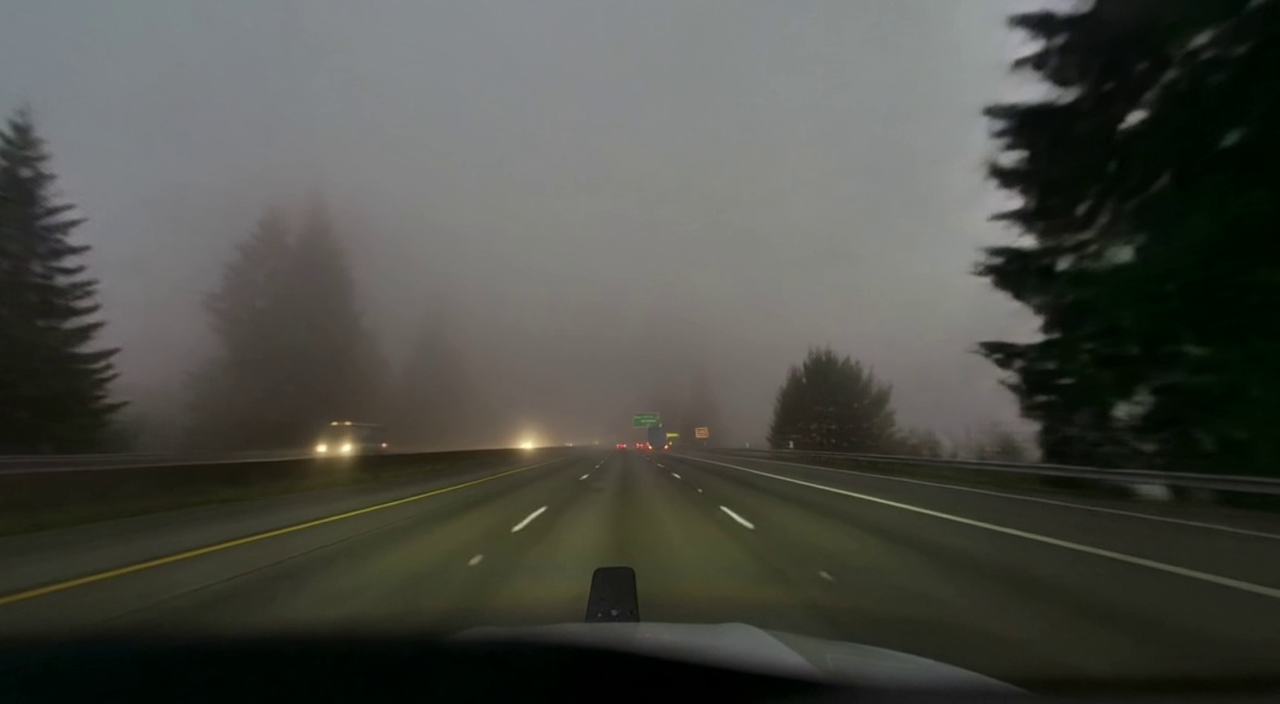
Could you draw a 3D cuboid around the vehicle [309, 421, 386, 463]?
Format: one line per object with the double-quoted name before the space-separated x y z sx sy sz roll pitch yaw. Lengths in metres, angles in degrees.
"vehicle" -22.140 6.875 48.046 2.695 2.900 6.894 0 -8 -2
